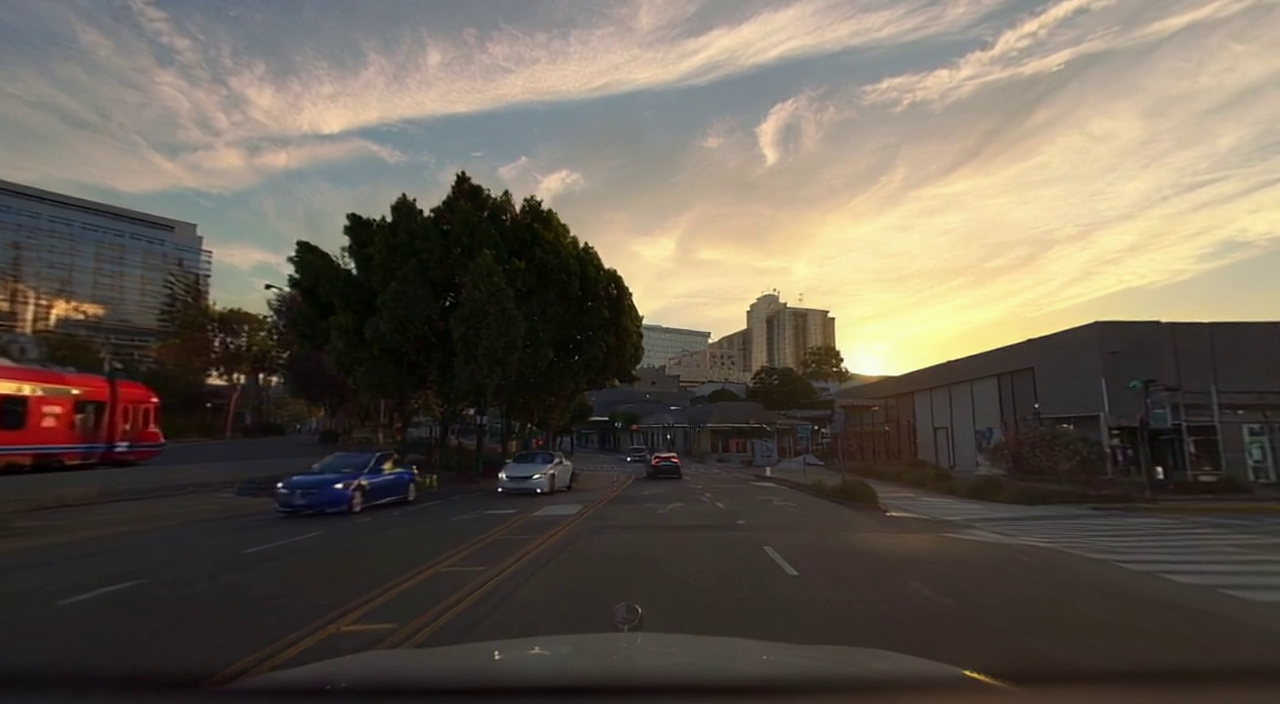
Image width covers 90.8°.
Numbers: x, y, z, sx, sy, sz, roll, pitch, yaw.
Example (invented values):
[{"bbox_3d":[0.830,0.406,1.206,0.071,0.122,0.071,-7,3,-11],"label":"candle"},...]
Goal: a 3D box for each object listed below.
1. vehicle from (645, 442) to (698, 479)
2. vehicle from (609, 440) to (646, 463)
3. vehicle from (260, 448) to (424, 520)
[{"bbox_3d":[1.572,5.599,33.015,2.263,1.765,4.237,0,-8,-4],"label":"vehicle"},{"bbox_3d":[-1.028,7.807,49.680,2.010,1.725,4.320,2,-9,-14],"label":"vehicle"},{"bbox_3d":[-7.256,3.212,16.010,2.042,1.531,4.403,0,-8,-1],"label":"vehicle"}]
